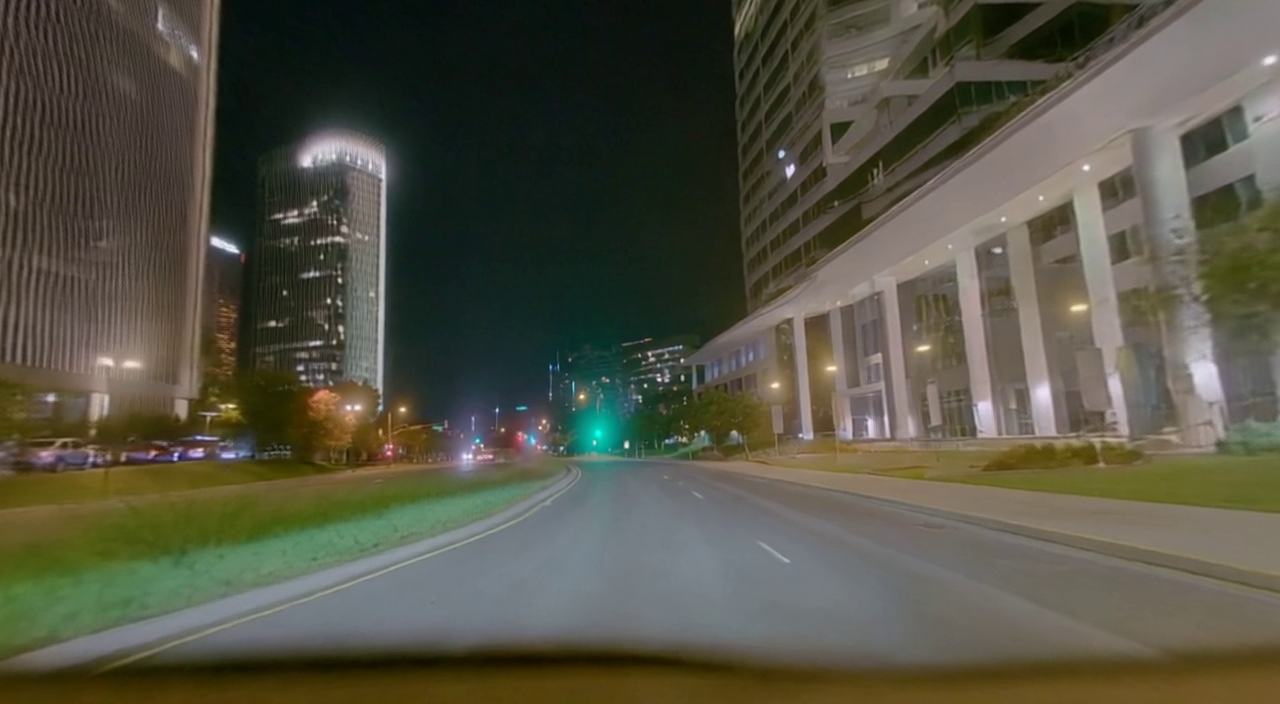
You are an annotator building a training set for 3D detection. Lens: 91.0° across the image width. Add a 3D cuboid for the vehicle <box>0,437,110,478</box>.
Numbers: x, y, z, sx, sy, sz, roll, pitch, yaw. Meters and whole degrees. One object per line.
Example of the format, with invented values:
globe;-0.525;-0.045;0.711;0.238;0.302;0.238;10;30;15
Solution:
vehicle;-29.445;5.165;30.867;4.812;1.932;2.147;0;-9;-2
